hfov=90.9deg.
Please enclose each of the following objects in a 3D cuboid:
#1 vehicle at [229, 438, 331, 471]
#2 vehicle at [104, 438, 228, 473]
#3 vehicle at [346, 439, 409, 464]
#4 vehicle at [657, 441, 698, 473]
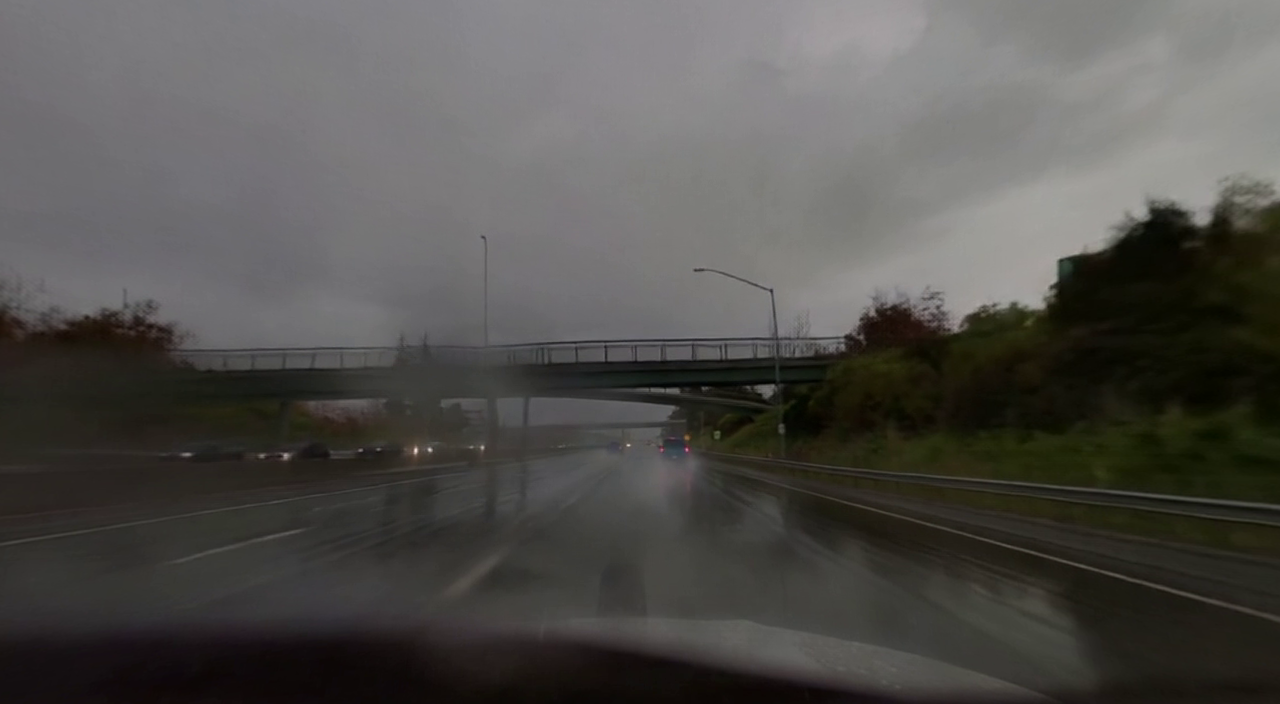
[{"bbox_3d":[-19.906,5.684,35.262,2.184,1.663,5.696,0,-8,2],"label":"vehicle"},{"bbox_3d":[-23.201,5.099,31.230,1.954,1.570,5.289,0,-8,1],"label":"vehicle"},{"bbox_3d":[-19.716,7.490,47.733,2.203,1.733,5.705,0,-8,2],"label":"vehicle"},{"bbox_3d":[1.991,5.807,35.061,2.010,1.637,4.940,0,-8,1],"label":"vehicle"}]
